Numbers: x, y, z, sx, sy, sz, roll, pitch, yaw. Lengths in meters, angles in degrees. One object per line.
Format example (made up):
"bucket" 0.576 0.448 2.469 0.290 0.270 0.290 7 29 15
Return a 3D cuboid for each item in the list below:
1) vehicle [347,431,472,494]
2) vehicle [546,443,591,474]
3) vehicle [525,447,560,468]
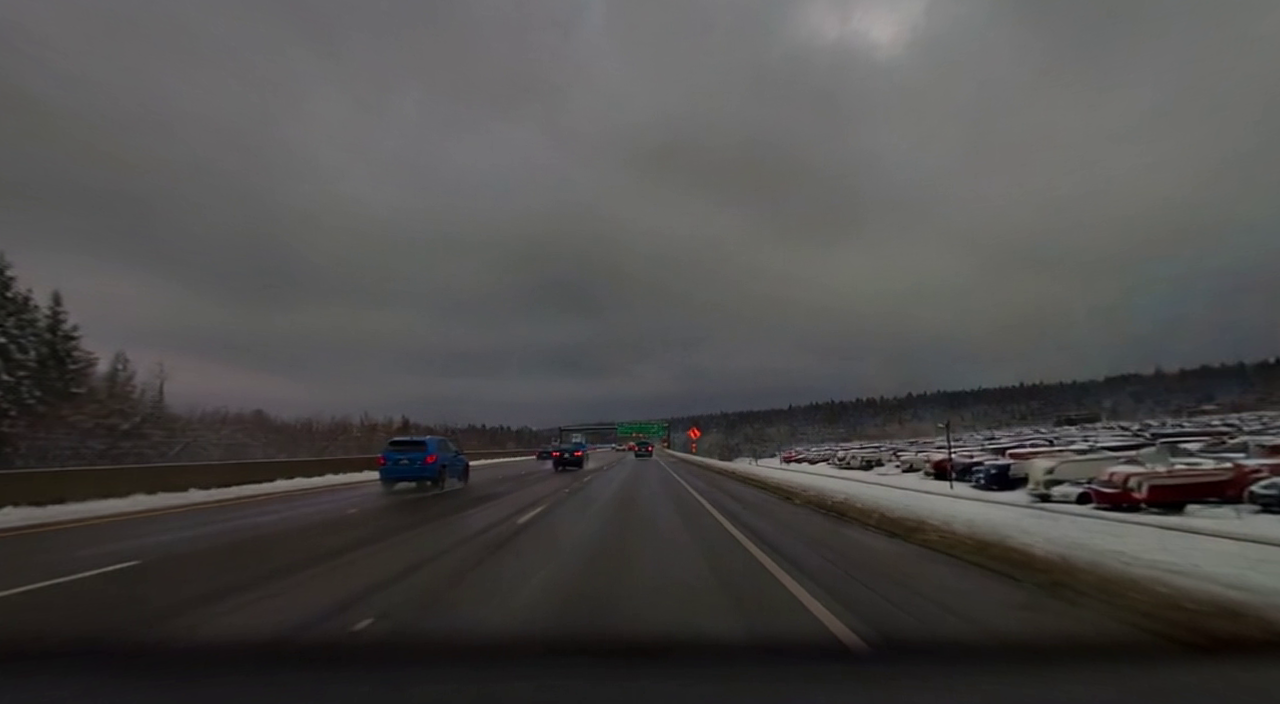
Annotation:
"vehicle" -7.559 3.684 21.383 2.159 1.807 5.422 0 -9 0
"vehicle" -4.018 6.062 36.125 2.070 1.665 4.213 0 -9 1
"vehicle" -7.526 8.128 48.785 1.991 1.538 4.360 0 -9 0
